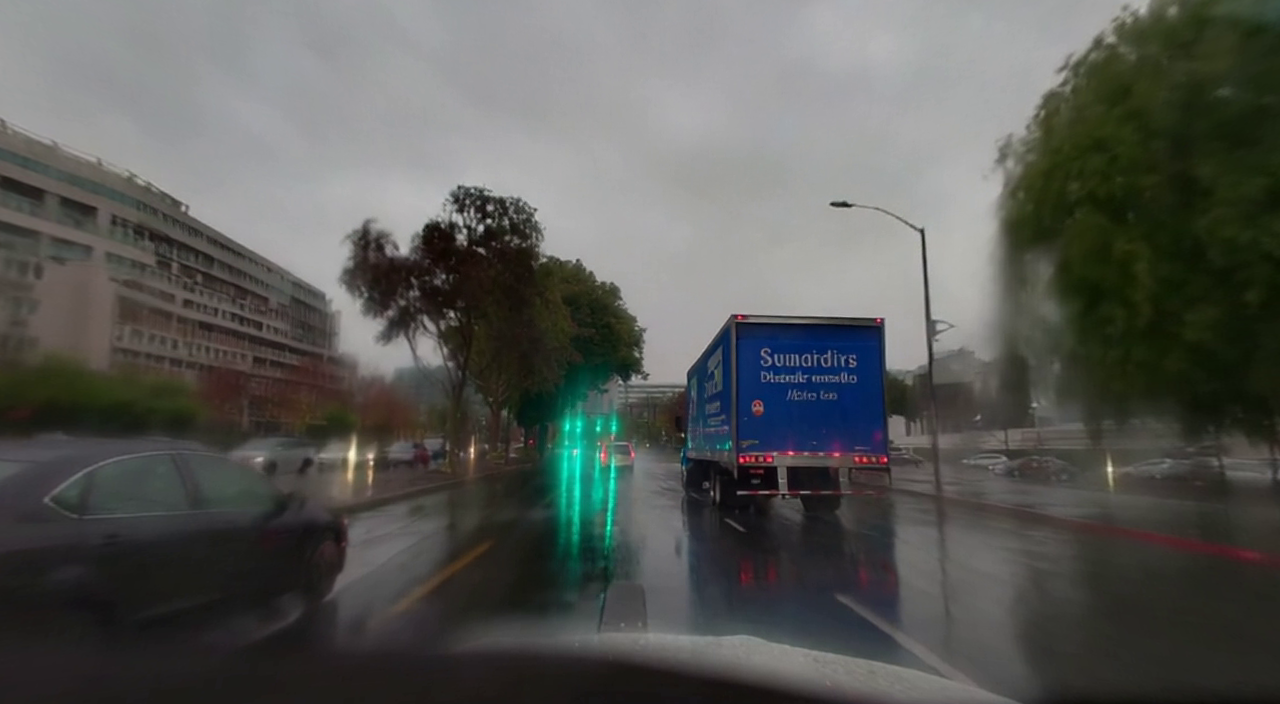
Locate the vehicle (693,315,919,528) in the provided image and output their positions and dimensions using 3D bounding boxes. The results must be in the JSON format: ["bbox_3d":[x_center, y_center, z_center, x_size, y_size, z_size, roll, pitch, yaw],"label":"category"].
[{"bbox_3d":[3.174,1.774,14.972,2.905,3.644,8.441,0,-9,-1],"label":"vehicle"}]

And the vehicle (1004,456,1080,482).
[{"bbox_3d":[24.973,7.234,39.016,4.391,1.492,1.972,5,-10,-28],"label":"vehicle"}]

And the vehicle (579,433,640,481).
[{"bbox_3d":[-1.314,4.406,26.596,2.388,1.811,4.455,1,-9,-4],"label":"vehicle"}]

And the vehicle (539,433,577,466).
[{"bbox_3d":[-5.757,6.938,44.920,2.269,2.181,5.787,1,-9,-4],"label":"vehicle"}]

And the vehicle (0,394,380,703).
[{"bbox_3d":[-3.678,1.193,4.351,1.828,1.515,4.422,0,-9,0],"label":"vehicle"}]
